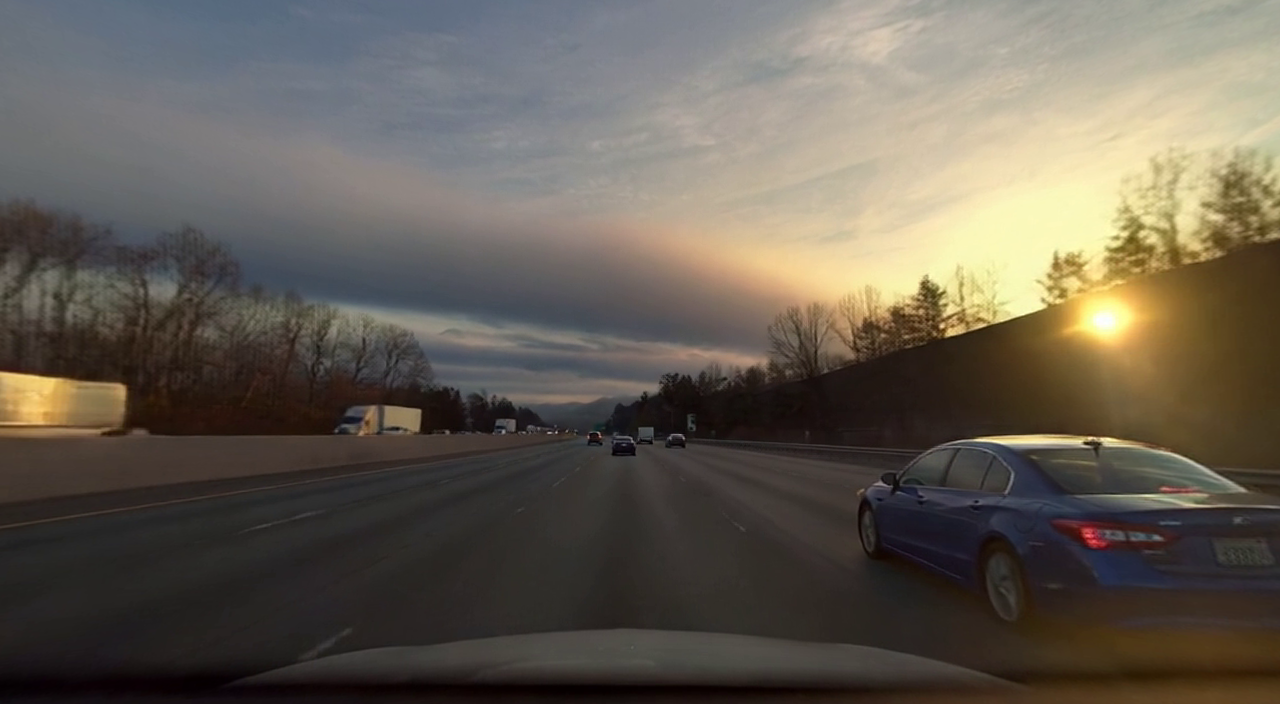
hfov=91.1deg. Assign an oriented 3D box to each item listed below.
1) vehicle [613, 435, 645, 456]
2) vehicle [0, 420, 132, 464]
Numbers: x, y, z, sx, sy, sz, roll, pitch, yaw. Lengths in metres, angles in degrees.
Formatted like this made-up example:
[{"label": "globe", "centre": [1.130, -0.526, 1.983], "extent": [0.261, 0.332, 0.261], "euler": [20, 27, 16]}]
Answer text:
[{"label": "vehicle", "centre": [-0.782, 6.554, 44.292], "extent": [2.121, 1.445, 4.187], "euler": [0, -8, -2]}, {"label": "vehicle", "centre": [-22.245, 3.408, 23.943], "extent": [1.936, 1.520, 4.619], "euler": [0, -8, -1]}]
